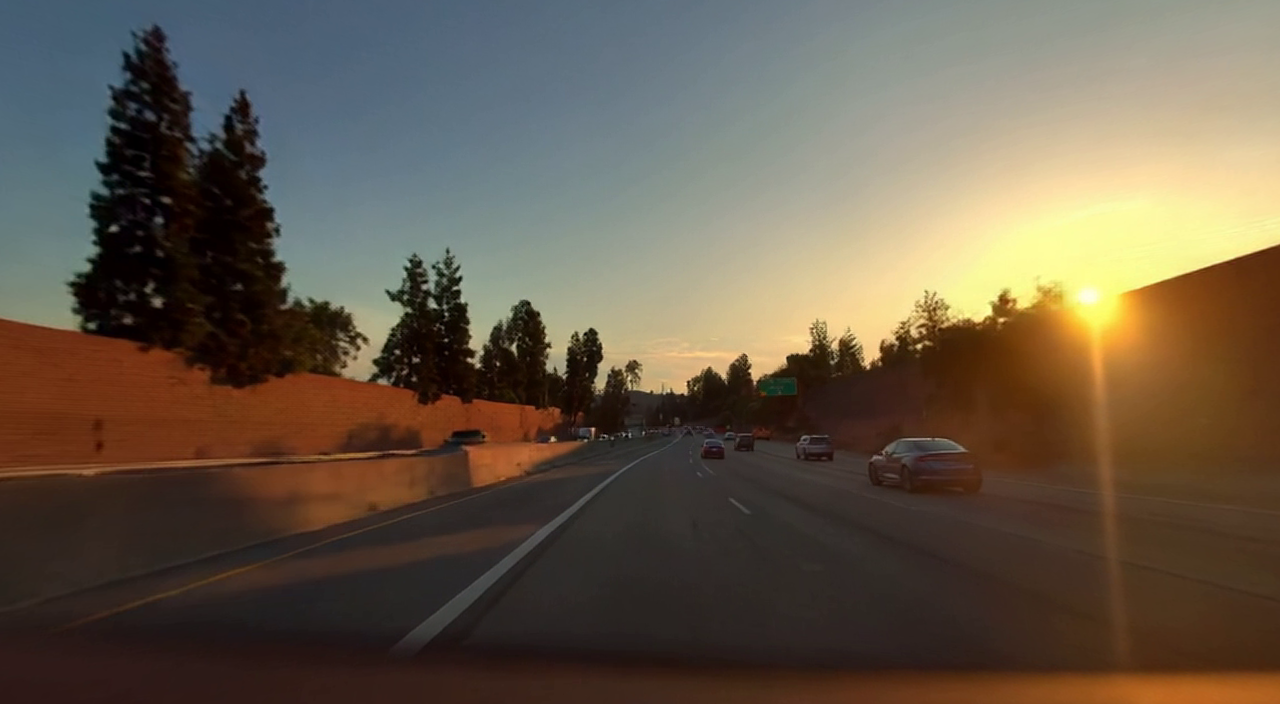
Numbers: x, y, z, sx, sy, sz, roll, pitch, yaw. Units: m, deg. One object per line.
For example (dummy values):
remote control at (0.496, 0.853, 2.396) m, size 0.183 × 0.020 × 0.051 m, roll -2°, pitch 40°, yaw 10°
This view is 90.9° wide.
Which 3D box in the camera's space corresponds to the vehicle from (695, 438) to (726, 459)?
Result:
vehicle at (5.082, 7.022, 46.073) m, size 1.926 × 1.477 × 4.080 m, roll 0°, pitch -8°, yaw 2°
